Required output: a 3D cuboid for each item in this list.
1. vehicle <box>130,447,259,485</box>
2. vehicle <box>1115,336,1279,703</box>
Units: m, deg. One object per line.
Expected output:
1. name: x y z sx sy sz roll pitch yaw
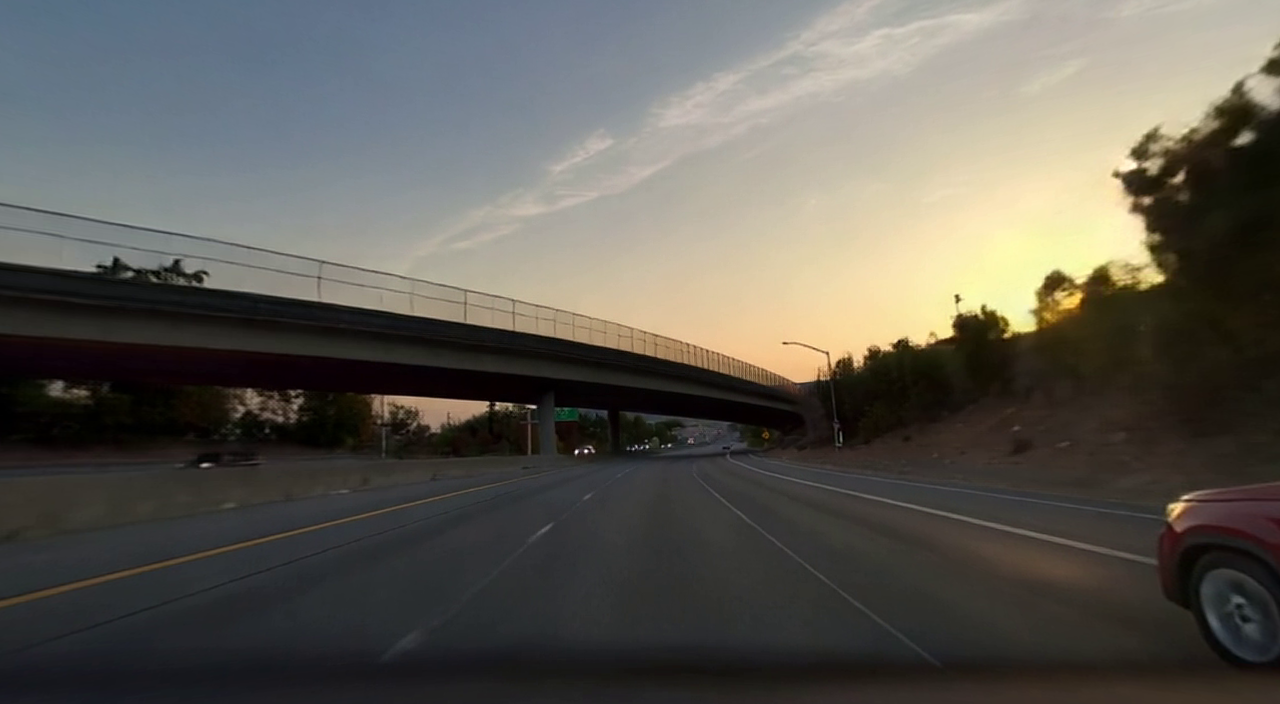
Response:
1. vehicle: -22.462 5.737 32.126 2.068 1.718 5.389 -2 -9 9
2. vehicle: 3.895 0.593 1.474 2.019 1.732 4.579 0 -8 1
